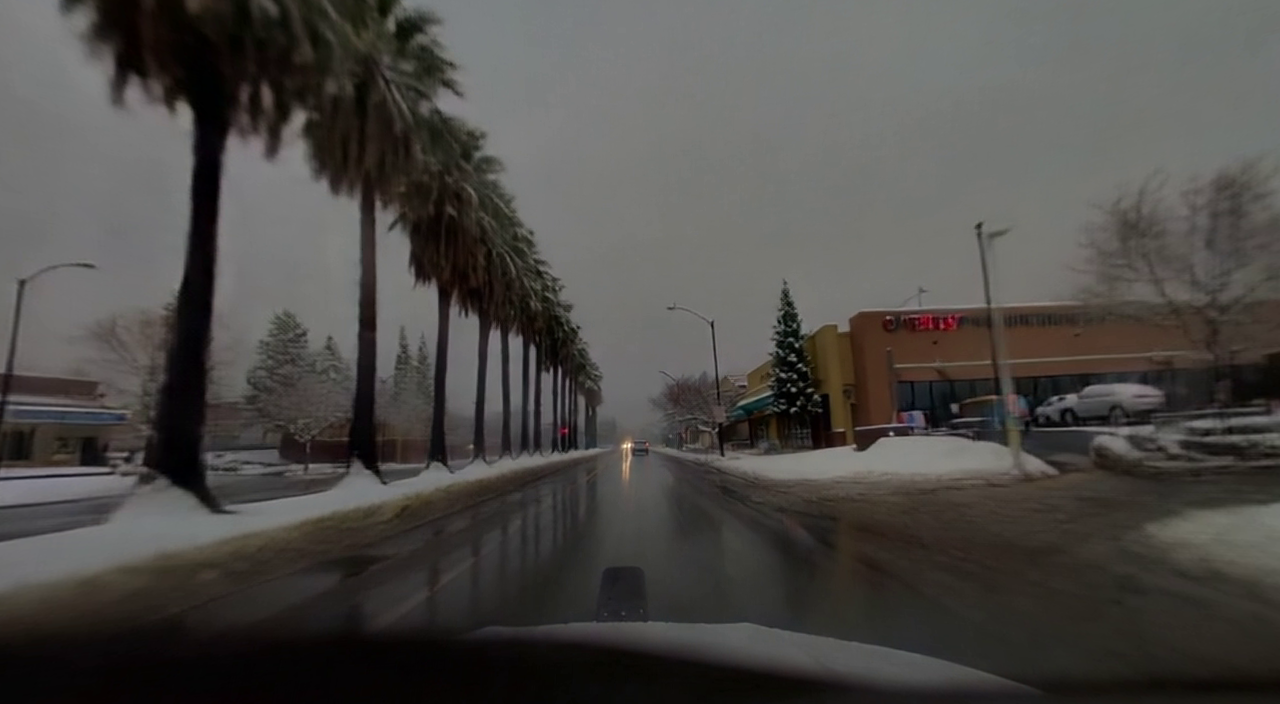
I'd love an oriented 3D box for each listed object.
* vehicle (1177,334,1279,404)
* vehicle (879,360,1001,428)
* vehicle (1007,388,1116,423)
[{"bbox_3d":[22.122,0.457,21.544,5.257,1.921,2.104,-14,-16,42],"label":"vehicle"},{"bbox_3d":[11.367,1.710,23.625,5.186,2.000,2.226,10,-12,-41],"label":"vehicle"},{"bbox_3d":[23.354,3.019,34.977,4.630,1.473,1.702,-6,-13,17],"label":"vehicle"}]
